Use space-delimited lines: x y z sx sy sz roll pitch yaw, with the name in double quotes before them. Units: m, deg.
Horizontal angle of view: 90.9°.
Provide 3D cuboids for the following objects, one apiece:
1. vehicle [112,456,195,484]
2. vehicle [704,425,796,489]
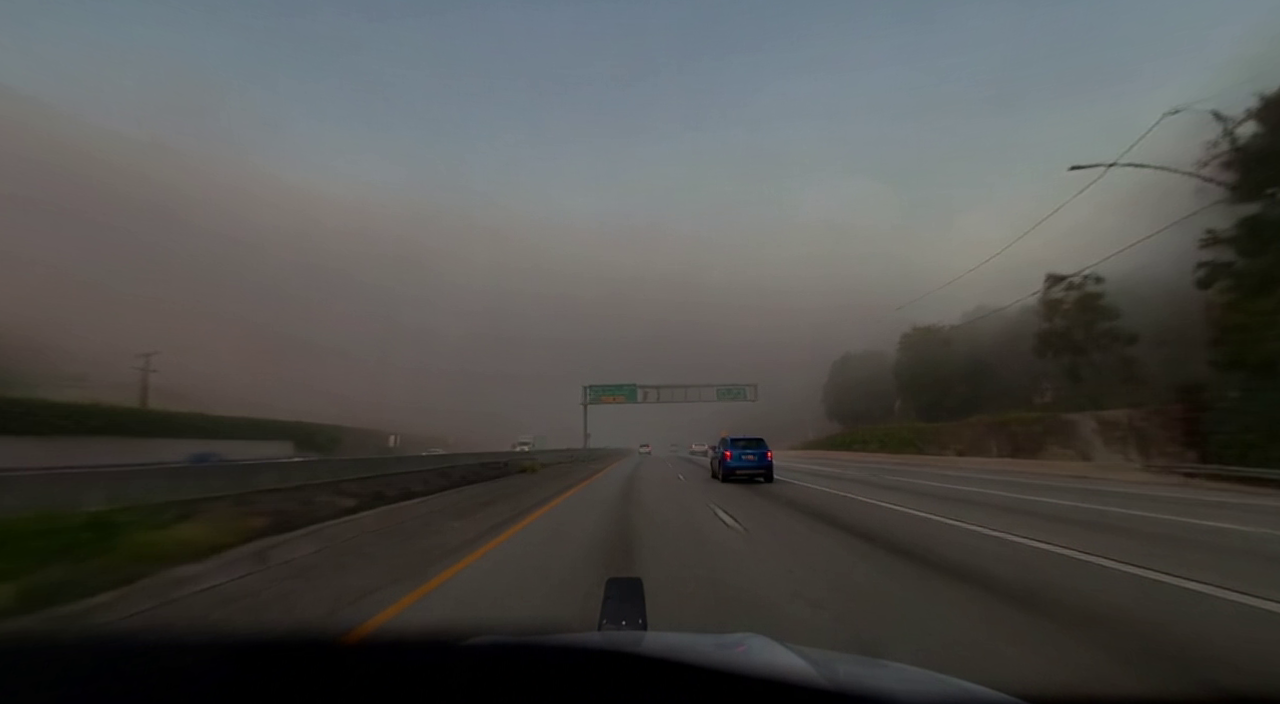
"vehicle" -25.287 6.121 32.927 1.643 1.348 3.372 0 -8 0
"vehicle" 3.374 3.326 20.284 2.120 1.832 4.287 0 -8 -1
